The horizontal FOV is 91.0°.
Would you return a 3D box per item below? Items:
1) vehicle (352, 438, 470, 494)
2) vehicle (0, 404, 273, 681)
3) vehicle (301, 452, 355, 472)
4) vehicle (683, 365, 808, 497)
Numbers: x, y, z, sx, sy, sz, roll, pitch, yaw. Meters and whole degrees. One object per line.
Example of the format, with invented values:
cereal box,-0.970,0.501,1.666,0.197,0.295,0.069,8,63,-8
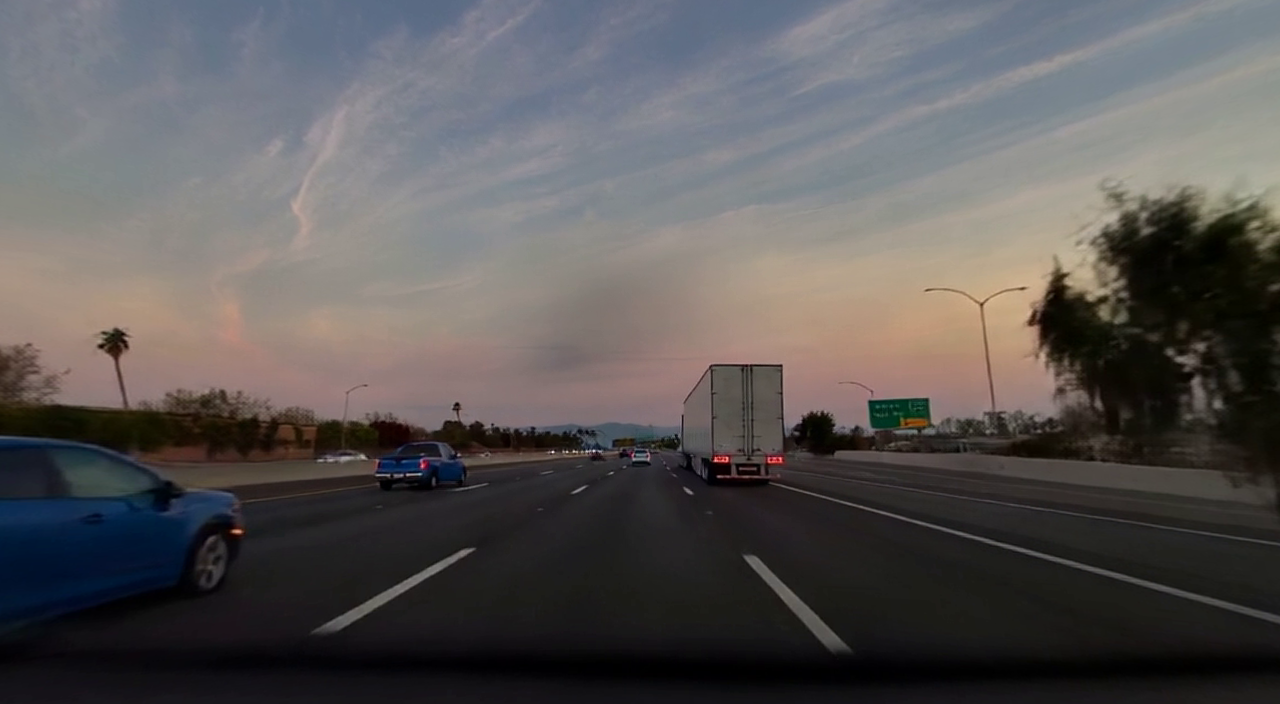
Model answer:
vehicle,-7.890,3.980,22.371,2.264,1.728,4.940,0,-9,1
vehicle,-4.651,1.141,3.982,2.120,1.537,4.139,0,-9,0
vehicle,-24.407,8.596,49.424,1.805,1.469,4.586,0,-9,2
vehicle,3.837,3.686,27.930,2.891,4.123,16.415,0,-9,1
